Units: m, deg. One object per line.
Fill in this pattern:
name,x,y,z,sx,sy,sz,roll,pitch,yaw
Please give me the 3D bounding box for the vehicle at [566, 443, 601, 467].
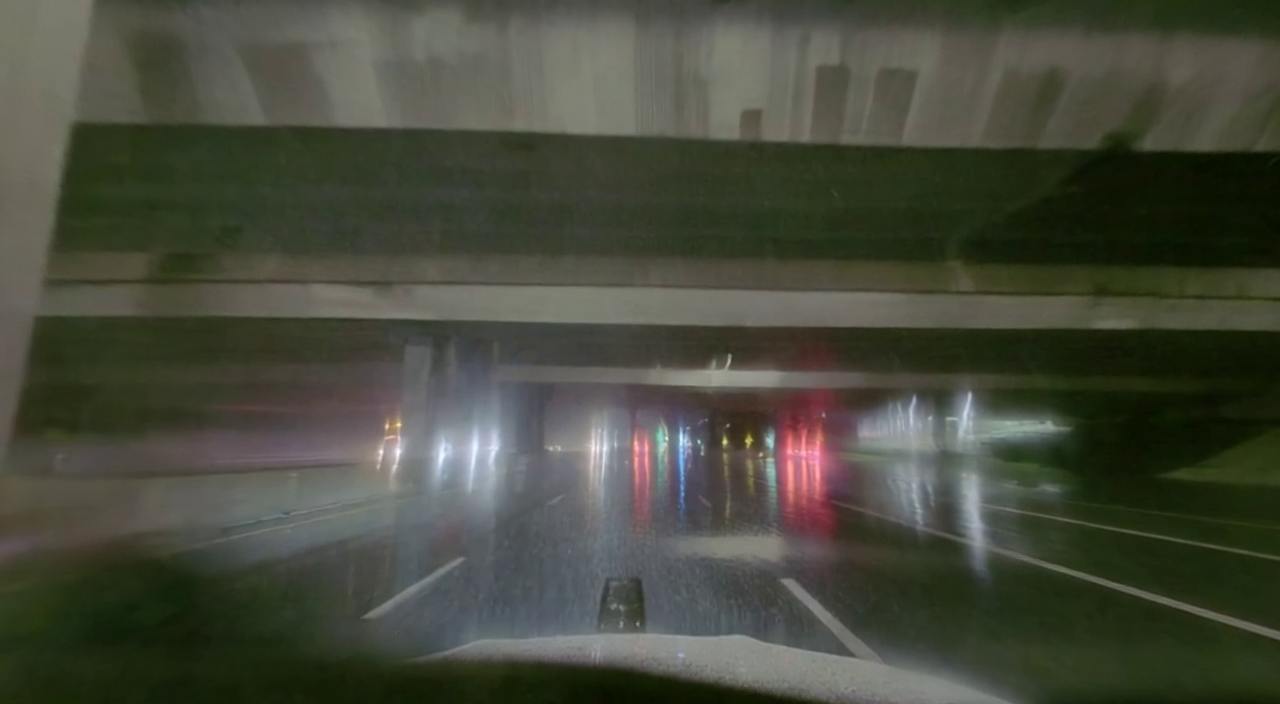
vehicle,-3.820,7.038,43.302,1.954,1.528,4.010,0,-9,1
